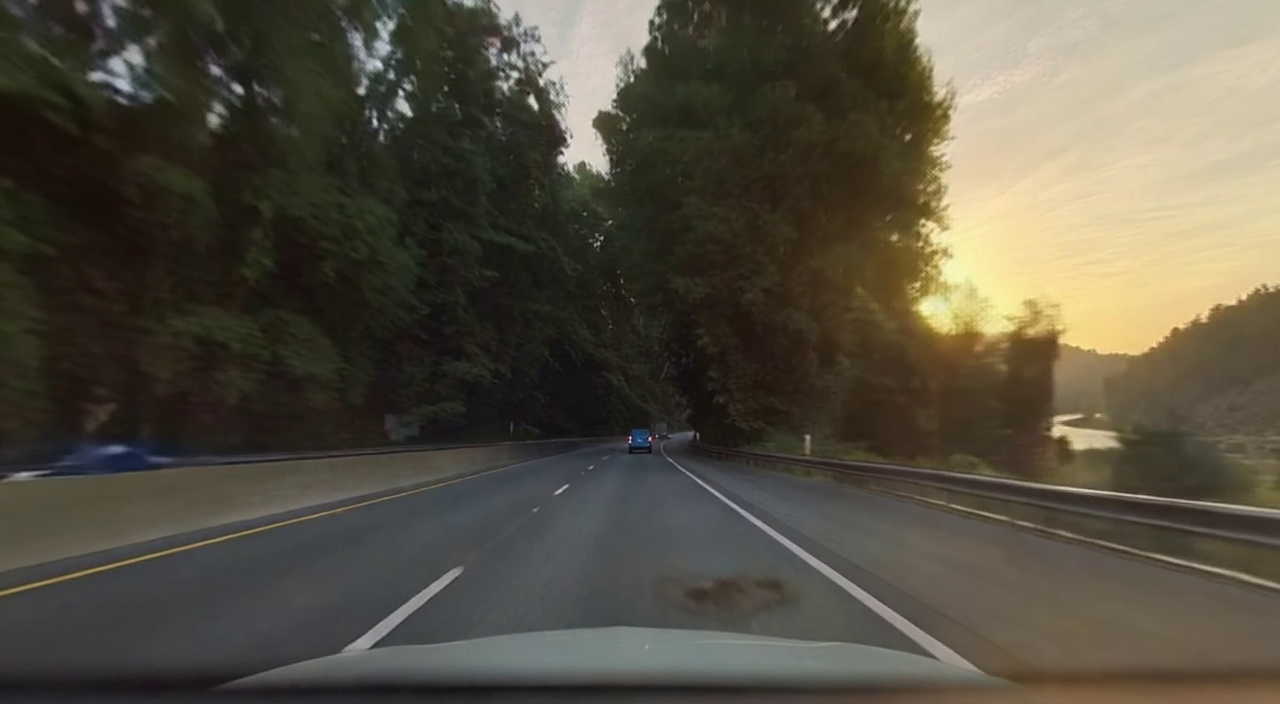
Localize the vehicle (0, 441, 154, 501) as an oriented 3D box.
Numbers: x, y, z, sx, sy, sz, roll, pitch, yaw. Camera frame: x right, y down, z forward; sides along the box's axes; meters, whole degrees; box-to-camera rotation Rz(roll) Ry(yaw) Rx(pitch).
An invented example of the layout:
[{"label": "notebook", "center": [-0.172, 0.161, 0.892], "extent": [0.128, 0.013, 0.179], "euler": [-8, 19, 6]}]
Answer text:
[{"label": "vehicle", "center": [-16.710, 3.315, 18.103], "extent": [2.045, 1.467, 4.296], "euler": [0, -8, 0]}]

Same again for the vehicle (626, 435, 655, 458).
[{"label": "vehicle", "center": [-0.031, 7.123, 47.804], "extent": [2.094, 1.653, 4.283], "euler": [0, -8, -2]}]
